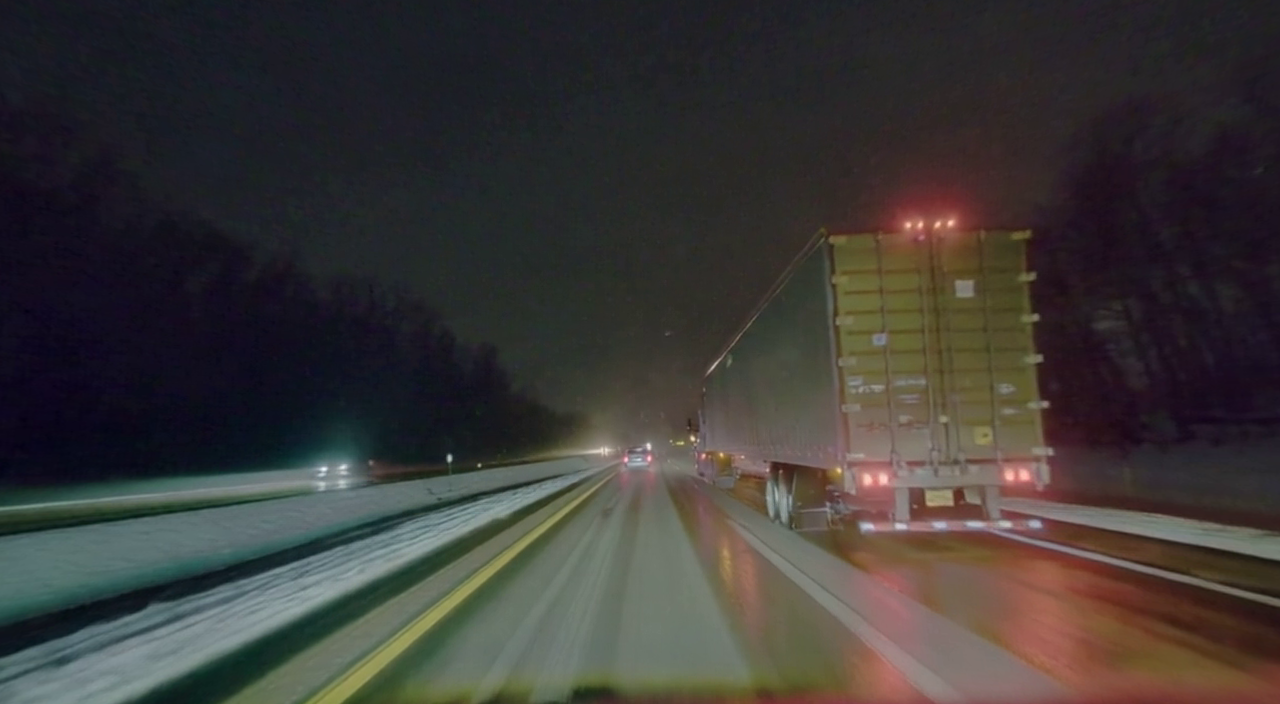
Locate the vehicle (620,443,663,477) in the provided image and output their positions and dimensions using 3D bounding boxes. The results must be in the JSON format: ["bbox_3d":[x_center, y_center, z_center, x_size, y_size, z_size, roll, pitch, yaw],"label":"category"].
[{"bbox_3d":[0.102,5.306,31.180,1.968,1.515,4.025,0,-9,1],"label":"vehicle"}]

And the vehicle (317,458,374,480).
[{"bbox_3d":[-21.486,8.514,46.211,1.835,1.429,4.711,-1,-9,1],"label":"vehicle"}]

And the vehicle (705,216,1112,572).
[{"bbox_3d":[3.857,1.591,15.254,2.929,4.158,15.921,0,-9,0],"label":"vehicle"}]
